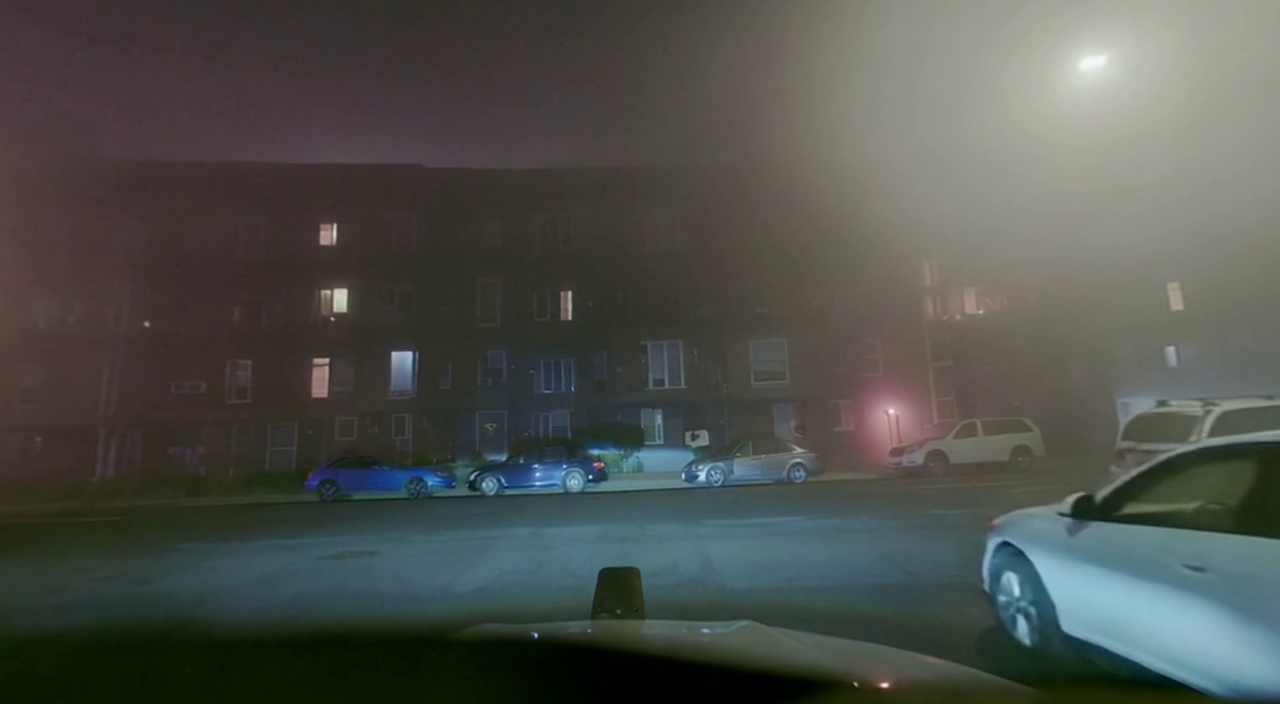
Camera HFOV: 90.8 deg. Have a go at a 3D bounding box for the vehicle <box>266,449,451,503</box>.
[{"bbox_3d":[-7.882,3.501,18.104,4.423,1.449,1.813,1,-9,-6],"label":"vehicle"}]

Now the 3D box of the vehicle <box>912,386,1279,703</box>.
[{"bbox_3d":[3.186,0.994,2.938,1.991,1.489,4.693,0,-9,4],"label":"vehicle"}]

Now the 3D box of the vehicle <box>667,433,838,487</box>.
[{"bbox_3d":[3.243,3.190,18.828,4.681,1.480,1.817,1,-9,-4],"label":"vehicle"}]

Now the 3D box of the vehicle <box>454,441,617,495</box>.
[{"bbox_3d":[-2.950,3.372,18.515,4.489,1.470,1.776,1,-9,-4],"label":"vehicle"}]
